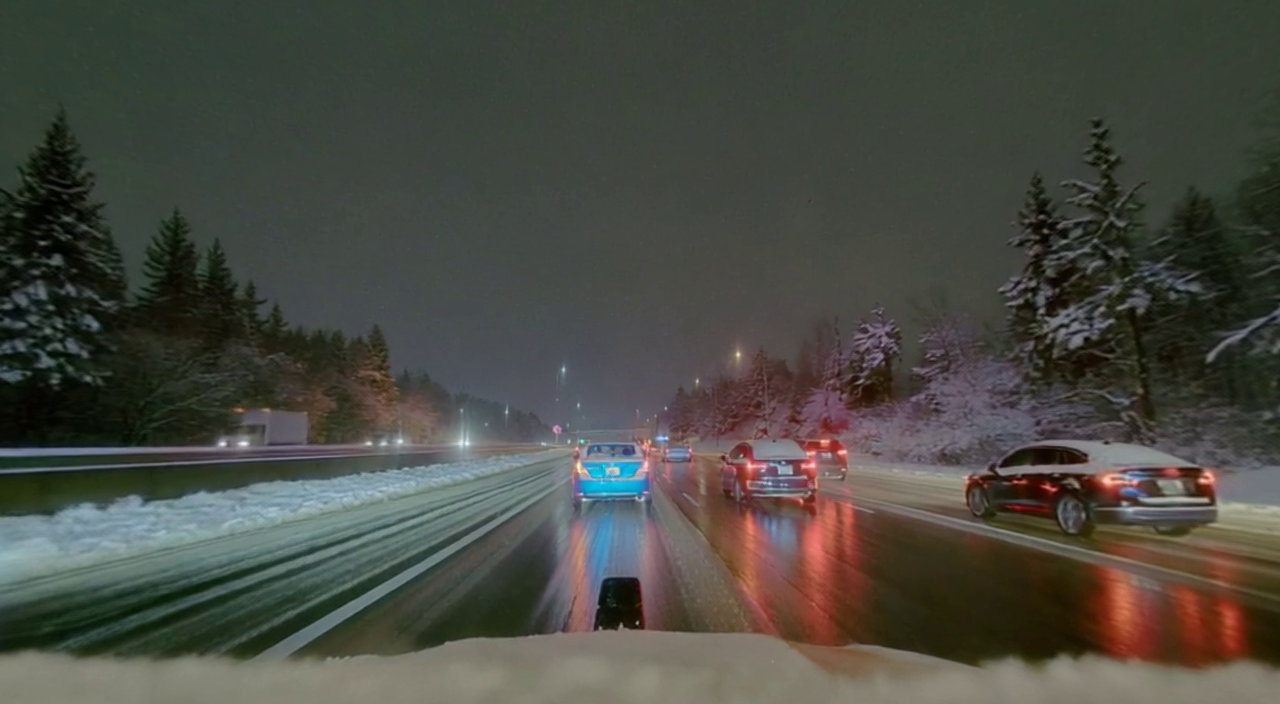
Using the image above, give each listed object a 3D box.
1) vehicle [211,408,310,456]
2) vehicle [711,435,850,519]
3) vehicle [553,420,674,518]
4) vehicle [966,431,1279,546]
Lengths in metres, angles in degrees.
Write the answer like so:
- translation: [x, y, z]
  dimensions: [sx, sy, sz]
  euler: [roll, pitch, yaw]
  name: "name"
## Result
- translation: [-27.770, 5.999, 46.553]
  dimensions: [2.876, 3.193, 7.305]
  euler: [1, -9, -2]
  name: "vehicle"
- translation: [2.858, 2.663, 13.903]
  dimensions: [1.975, 1.532, 4.227]
  euler: [1, -9, -2]
  name: "vehicle"
- translation: [-0.524, 2.412, 13.393]
  dimensions: [2.181, 1.728, 3.970]
  euler: [1, -9, -2]
  name: "vehicle"
- translation: [8.469, 2.347, 11.579]
  dimensions: [2.106, 1.641, 4.671]
  euler: [1, -9, -5]
  name: "vehicle"
